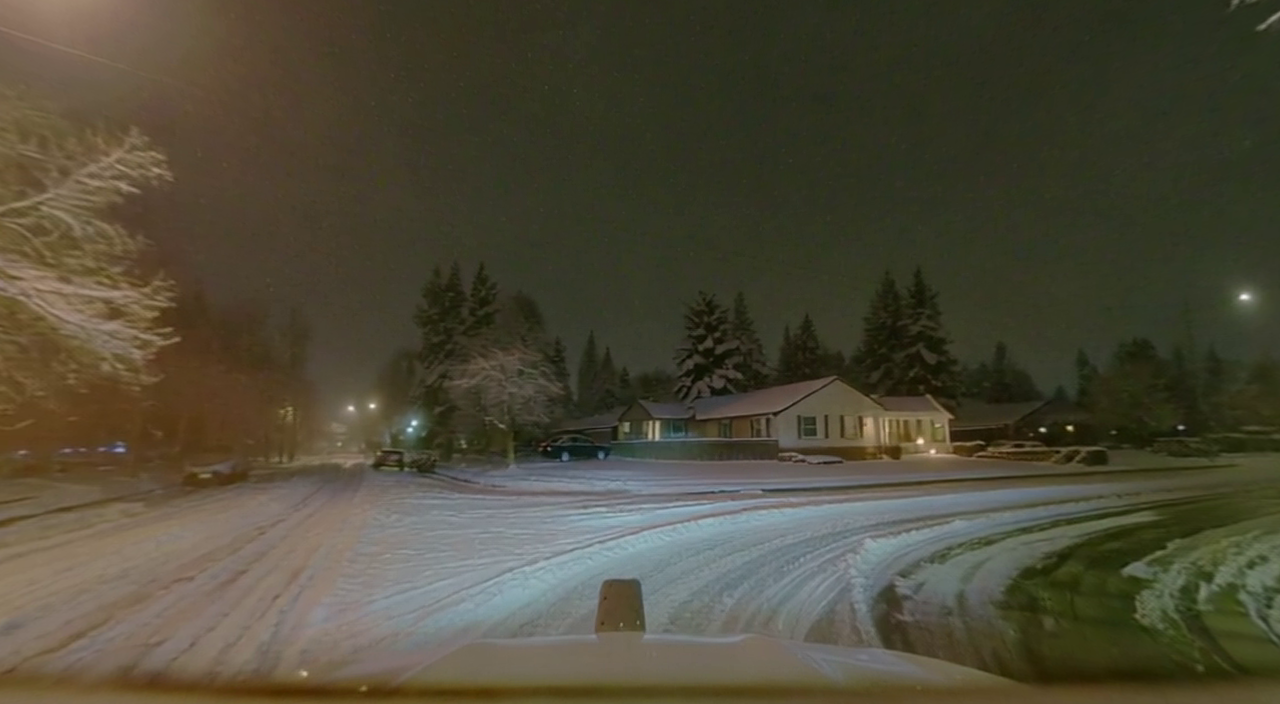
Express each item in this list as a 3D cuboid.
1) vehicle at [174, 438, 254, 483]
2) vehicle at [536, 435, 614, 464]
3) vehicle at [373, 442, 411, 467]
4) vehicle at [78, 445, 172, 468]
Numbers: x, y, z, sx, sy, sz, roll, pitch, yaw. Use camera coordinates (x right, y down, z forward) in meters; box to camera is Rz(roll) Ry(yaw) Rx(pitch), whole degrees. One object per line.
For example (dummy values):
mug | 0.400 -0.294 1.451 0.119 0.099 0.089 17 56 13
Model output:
vehicle | -19.024 4.828 28.443 2.152 1.826 4.725 4 -10 -25
vehicle | -3.849 5.777 37.474 4.241 1.597 1.833 4 -10 -25
vehicle | -17.360 7.146 44.170 2.109 1.676 4.037 4 -10 -25
vehicle | -34.741 7.028 42.790 4.526 1.487 1.766 4 -10 -25
